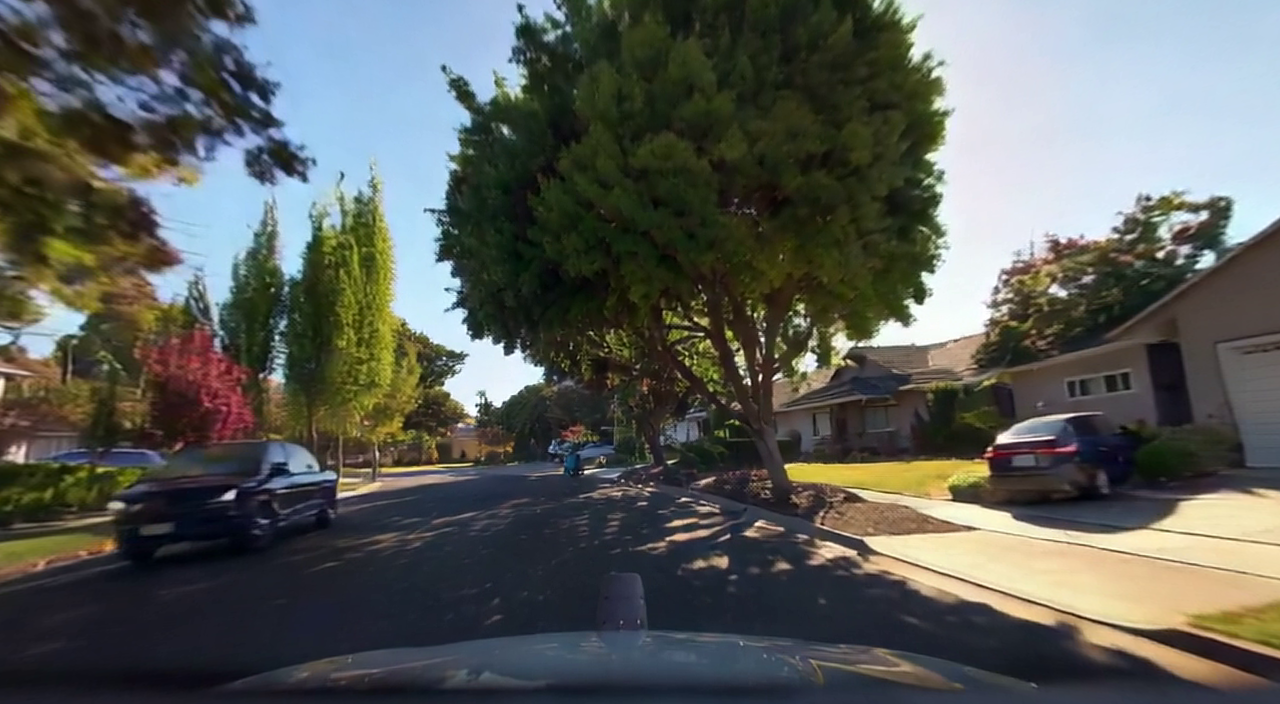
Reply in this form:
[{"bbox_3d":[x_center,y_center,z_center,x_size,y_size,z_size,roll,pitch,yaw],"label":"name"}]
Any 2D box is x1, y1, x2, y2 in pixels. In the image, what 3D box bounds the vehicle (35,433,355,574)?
[{"bbox_3d":[-6.727,2.281,10.477,2.217,1.751,4.763,1,-9,-6],"label":"vehicle"}]
